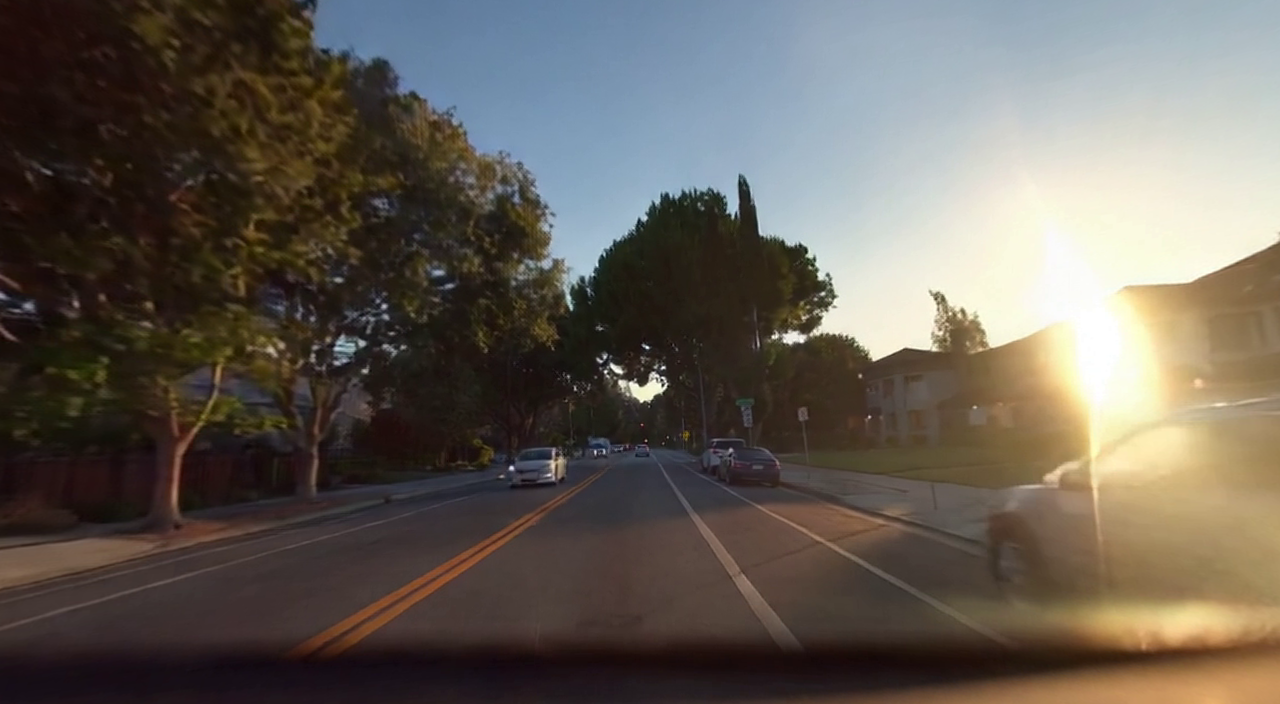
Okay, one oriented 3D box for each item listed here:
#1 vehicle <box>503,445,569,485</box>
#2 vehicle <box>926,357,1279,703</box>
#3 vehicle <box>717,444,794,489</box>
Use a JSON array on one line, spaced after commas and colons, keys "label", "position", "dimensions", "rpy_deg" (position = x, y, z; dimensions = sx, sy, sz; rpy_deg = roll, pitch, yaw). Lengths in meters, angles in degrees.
[{"label": "vehicle", "position": [-4.259, 4.691, 26.592], "dimensions": [1.960, 1.521, 4.397], "rpy_deg": [0, -8, 1]}, {"label": "vehicle", "position": [3.865, 1.050, 3.826], "dimensions": [2.087, 1.725, 4.986], "rpy_deg": [-1, -8, 2]}, {"label": "vehicle", "position": [4.024, 4.044, 22.759], "dimensions": [1.874, 1.415, 4.683], "rpy_deg": [0, -8, 0]}]
